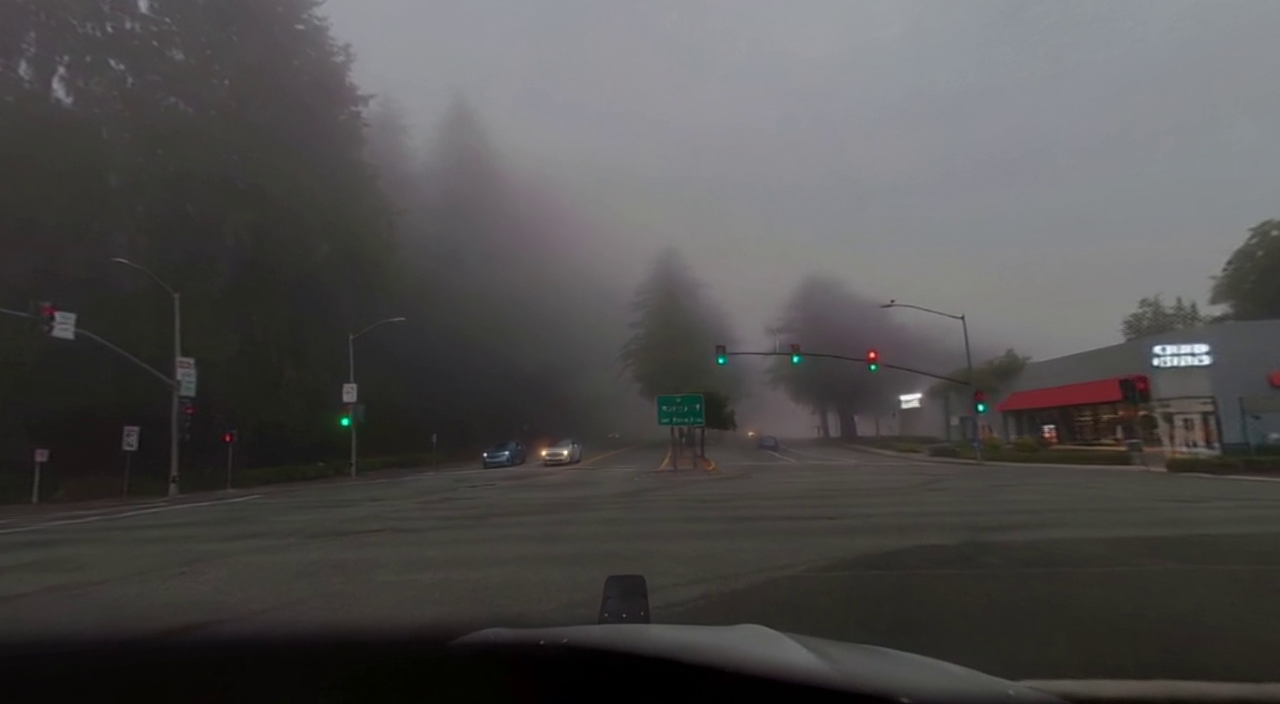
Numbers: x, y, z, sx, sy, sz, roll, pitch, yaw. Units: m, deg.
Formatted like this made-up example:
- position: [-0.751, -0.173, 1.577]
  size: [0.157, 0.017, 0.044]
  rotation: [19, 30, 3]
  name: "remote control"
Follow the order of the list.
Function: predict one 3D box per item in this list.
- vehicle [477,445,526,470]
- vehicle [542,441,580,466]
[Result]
- position: [-8.952, 6.845, 41.163]
  size: [2.111, 1.499, 4.371]
  rotation: [0, -9, 1]
  name: "vehicle"
- position: [-5.189, 6.762, 42.066]
  size: [1.920, 1.546, 4.086]
  rotation: [0, -9, 2]
  name: "vehicle"
